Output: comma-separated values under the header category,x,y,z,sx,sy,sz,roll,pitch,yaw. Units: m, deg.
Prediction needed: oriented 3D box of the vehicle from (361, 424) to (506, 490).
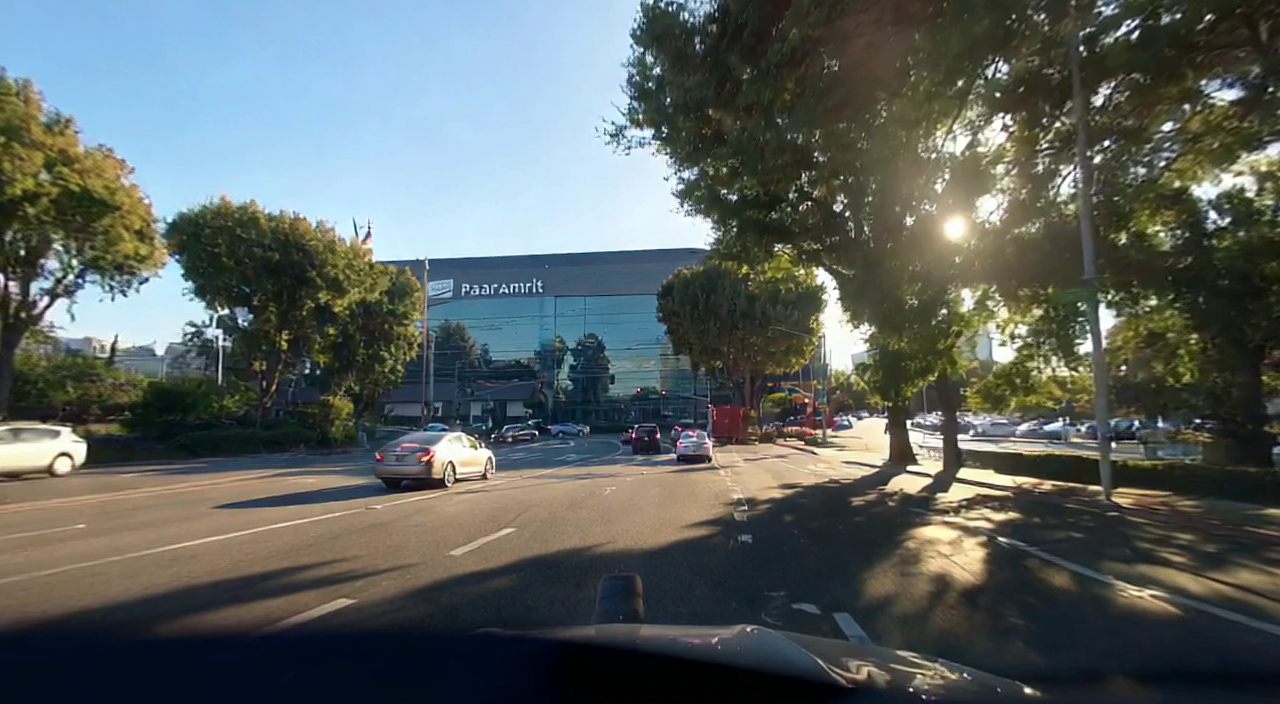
category,x,y,z,sx,sy,sz,roll,pitch,yaw
vehicle,-5.299,2.765,16.865,2.010,1.515,4.152,-1,-9,8

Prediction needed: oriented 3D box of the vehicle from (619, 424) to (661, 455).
category,x,y,z,sx,sy,sz,roll,pitch,yaw
vehicle,0.053,5.646,40.476,2.188,1.892,4.488,-1,-9,6

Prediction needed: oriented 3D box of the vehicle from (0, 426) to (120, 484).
category,x,y,z,sx,sy,sz,roll,pitch,yaw
vehicle,-20.162,3.346,20.636,1.969,1.738,4.539,-1,-9,7

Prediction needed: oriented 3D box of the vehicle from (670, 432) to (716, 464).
category,x,y,z,sx,sy,sz,roll,pitch,yaw
vehicle,2.790,4.917,32.372,2.109,1.500,4.585,-1,-9,8

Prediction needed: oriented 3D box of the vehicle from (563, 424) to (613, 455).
category,x,y,z,sx,sy,sz,roll,pitch,yaw
vehicle,-3.050,5.366,38.375,2.078,1.787,5.006,-1,-9,6
